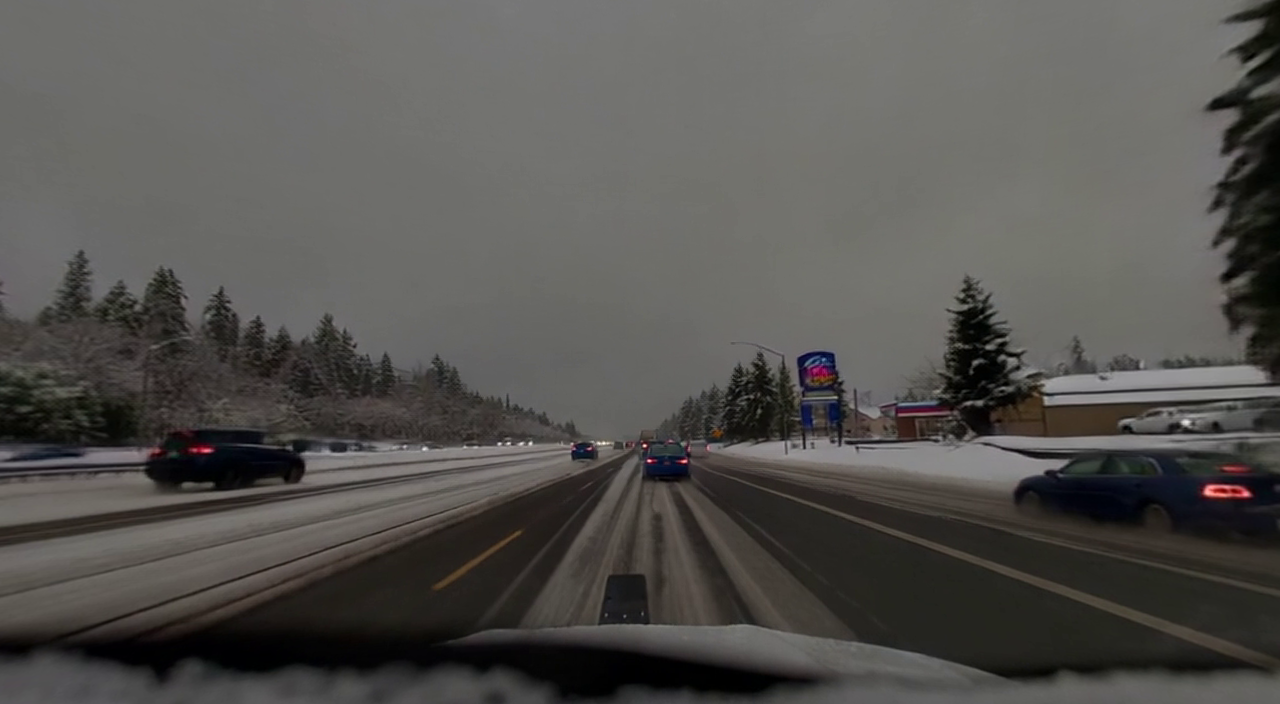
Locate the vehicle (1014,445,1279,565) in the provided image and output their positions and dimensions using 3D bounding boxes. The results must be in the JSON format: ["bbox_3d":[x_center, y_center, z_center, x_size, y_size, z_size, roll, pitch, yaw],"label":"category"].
[{"bbox_3d":[8.375,2.220,10.047,2.030,1.442,4.358,0,-8,-2],"label":"vehicle"}]

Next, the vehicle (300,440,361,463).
[{"bbox_3d":[-20.964,6.718,42.913,1.820,1.474,4.497,0,-8,1],"label":"vehicle"}]

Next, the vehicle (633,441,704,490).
[{"bbox_3d":[0.863,3.709,21.030,2.113,1.464,4.073,0,-8,0],"label":"vehicle"}]

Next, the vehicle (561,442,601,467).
[{"bbox_3d":[-3.670,6.503,40.158,2.047,1.497,4.208,0,-8,2],"label":"vehicle"}]

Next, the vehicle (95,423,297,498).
[{"bbox_3d":[-11.168,2.745,16.368,1.950,1.664,4.403,0,-8,1],"label":"vehicle"}]
